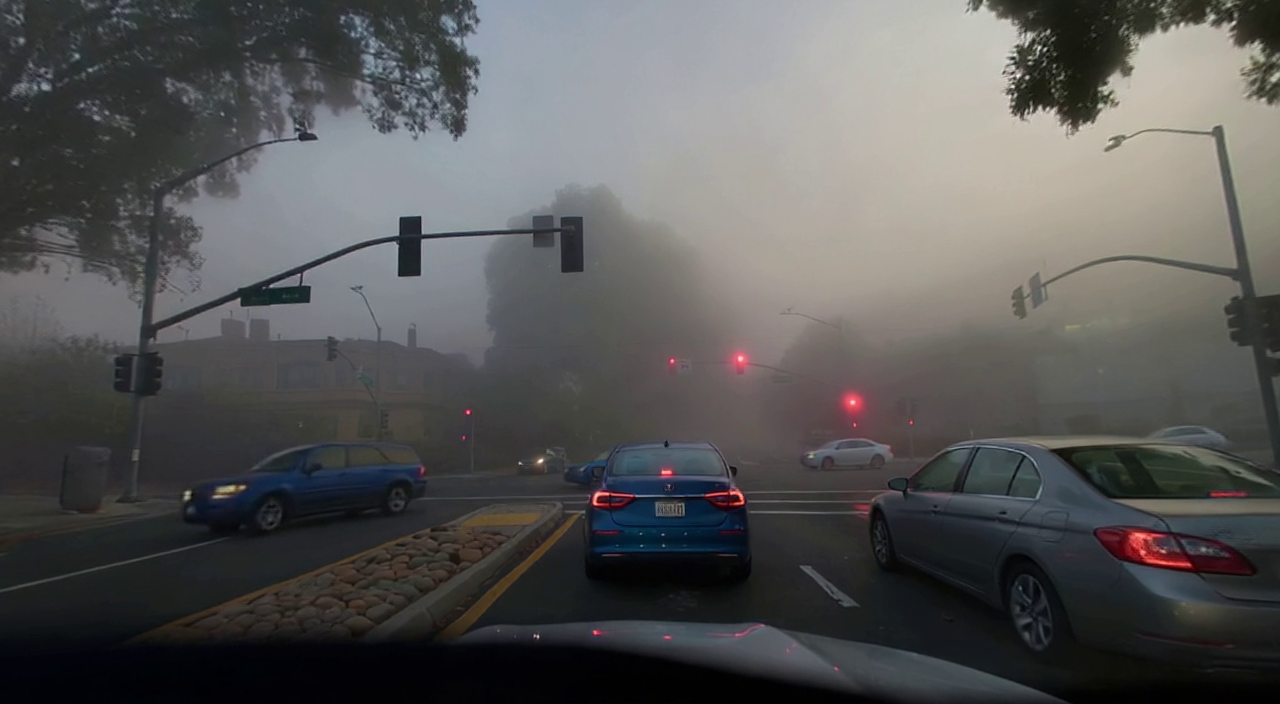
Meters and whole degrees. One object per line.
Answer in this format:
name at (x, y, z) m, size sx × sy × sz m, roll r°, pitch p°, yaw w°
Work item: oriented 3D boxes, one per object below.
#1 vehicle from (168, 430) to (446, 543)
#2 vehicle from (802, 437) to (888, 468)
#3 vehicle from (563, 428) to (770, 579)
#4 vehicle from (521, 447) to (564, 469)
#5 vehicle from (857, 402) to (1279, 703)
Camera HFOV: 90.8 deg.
vehicle at (-6.325, 2.569, 12.842) m, size 1.988 × 1.799 × 4.789 m, roll -4°, pitch -9°, yaw 20°
vehicle at (11.535, 5.661, 35.607) m, size 4.240 × 1.615 × 1.936 m, roll -6°, pitch -10°, yaw 31°
vehicle at (0.307, 1.819, 8.333) m, size 2.090 × 1.505 × 3.756 m, roll -1°, pitch -9°, yaw 1°
vehicle at (-6.916, 7.588, 45.315) m, size 2.093 × 1.476 × 4.278 m, roll -1°, pitch -9°, yaw 4°
vehicle at (3.663, 1.337, 5.430) m, size 1.888 × 1.486 × 4.681 m, roll 0°, pitch -9°, yaw -1°
